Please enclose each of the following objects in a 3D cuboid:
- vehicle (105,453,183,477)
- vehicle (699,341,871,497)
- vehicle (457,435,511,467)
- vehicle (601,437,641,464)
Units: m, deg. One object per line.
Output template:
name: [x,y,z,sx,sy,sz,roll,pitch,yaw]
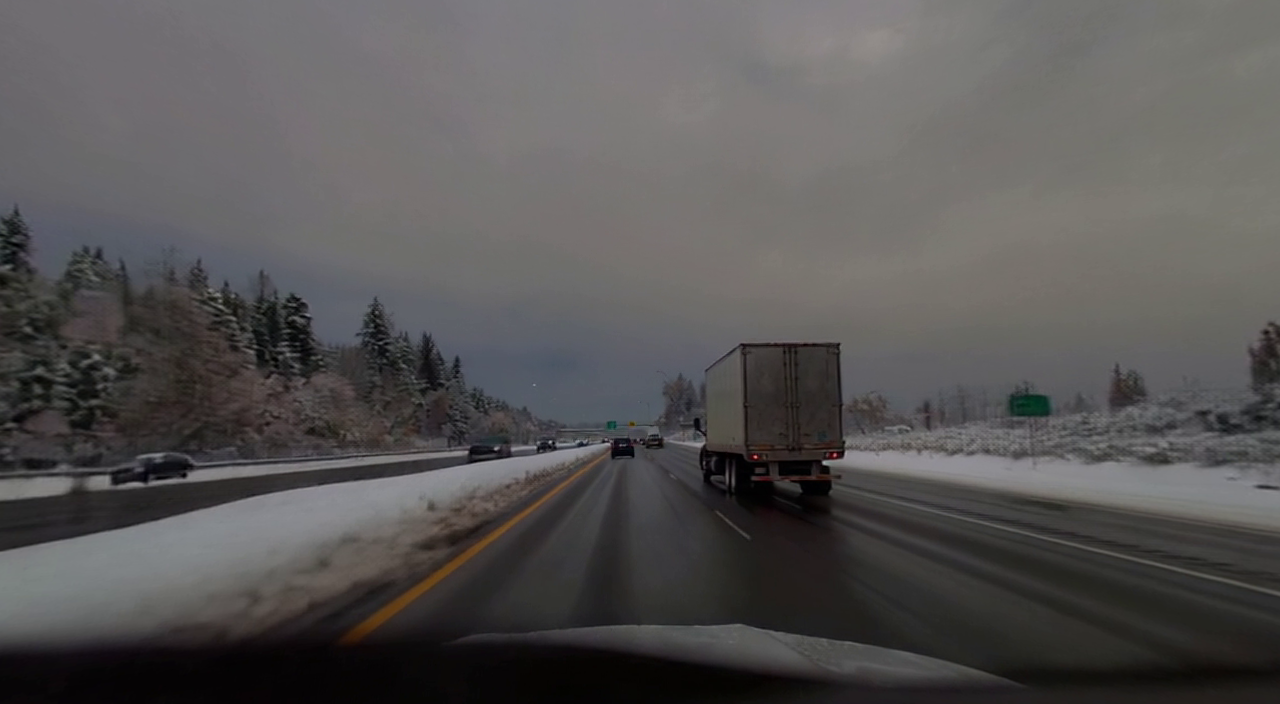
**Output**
vehicle: [-35.694,8.136,45.539,1.944,1.482,4.551,0,-7,-1]
vehicle: [3.662,2.041,18.428,2.921,3.526,8.207,0,-8,-1]
vehicle: [-9.157,5.817,37.363,2.035,1.768,4.740,0,-8,-1]
vehicle: [-1.091,5.745,37.131,2.259,1.466,3.693,0,-7,-1]
